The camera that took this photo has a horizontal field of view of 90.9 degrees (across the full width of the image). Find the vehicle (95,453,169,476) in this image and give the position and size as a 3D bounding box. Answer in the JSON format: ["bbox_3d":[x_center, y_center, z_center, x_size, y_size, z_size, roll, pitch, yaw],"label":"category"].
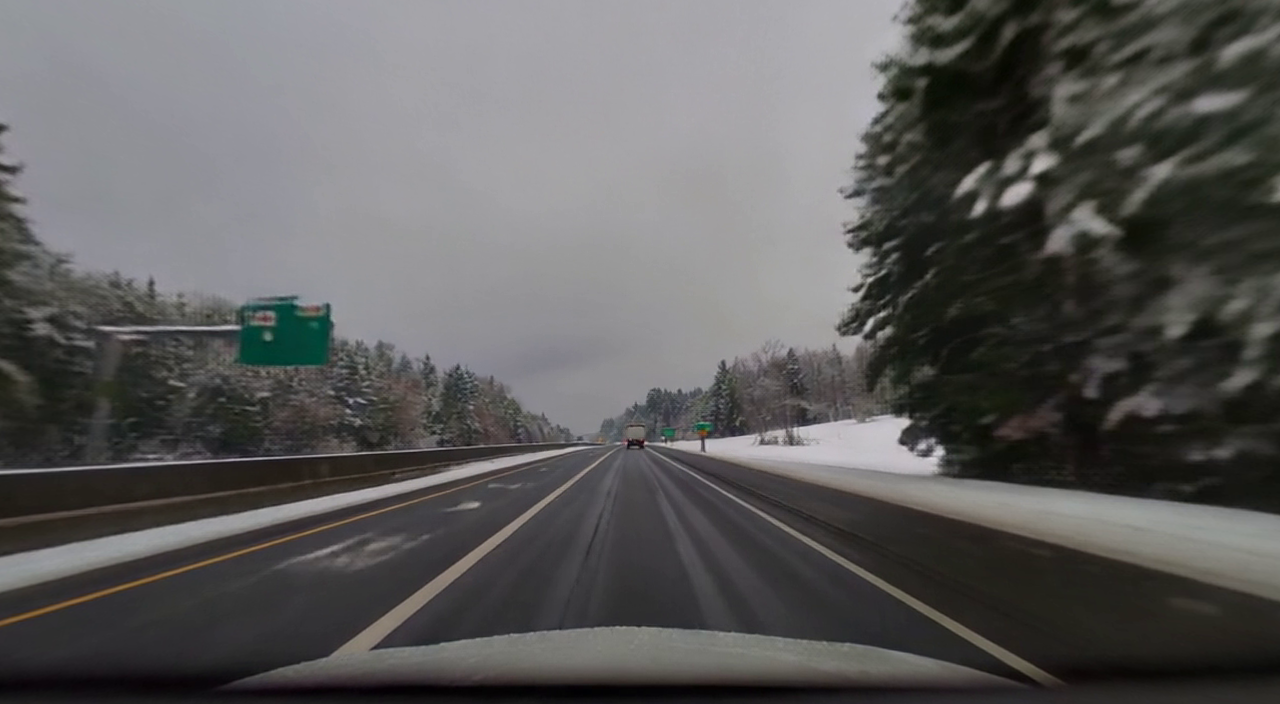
[{"bbox_3d":[-38.004,8.402,47.250,1.758,1.468,4.105,-1,-8,9],"label":"vehicle"}]
